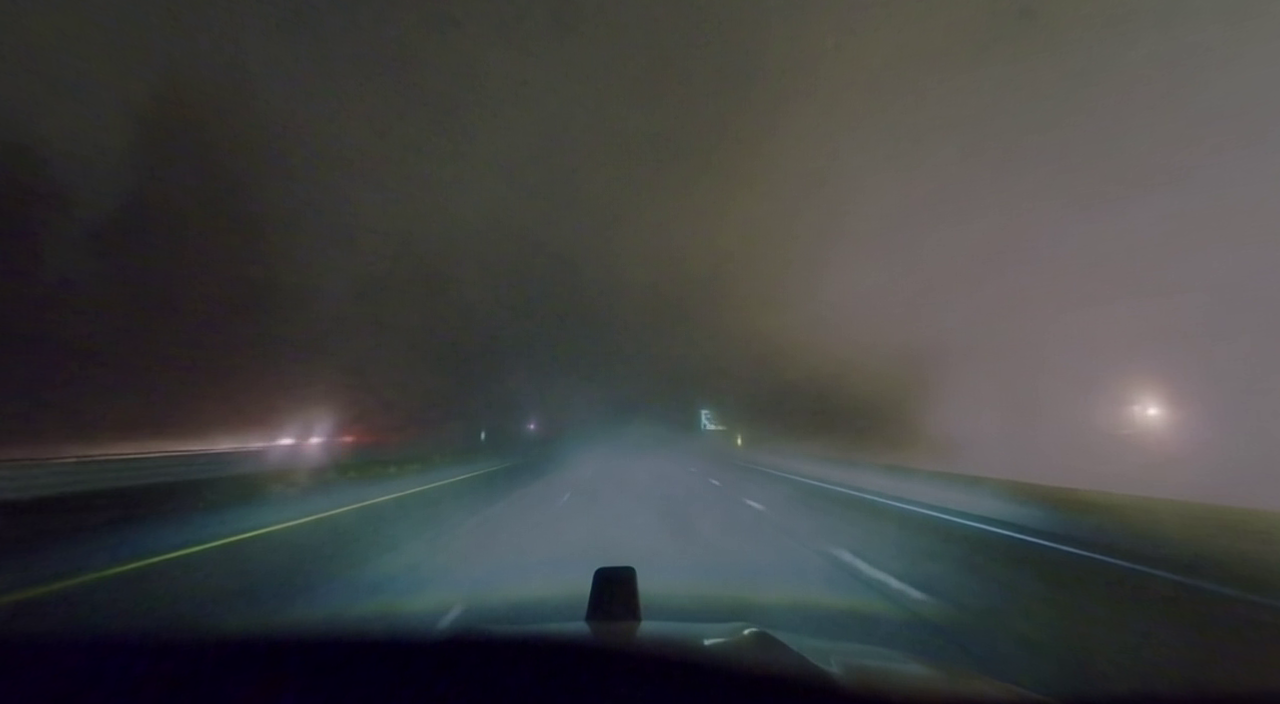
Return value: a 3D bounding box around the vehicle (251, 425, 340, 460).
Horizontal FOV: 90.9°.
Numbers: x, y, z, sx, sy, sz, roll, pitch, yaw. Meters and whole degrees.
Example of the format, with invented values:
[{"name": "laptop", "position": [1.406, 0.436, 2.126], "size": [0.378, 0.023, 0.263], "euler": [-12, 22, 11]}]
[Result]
[{"name": "vehicle", "position": [-16.813, 4.416, 31.041], "size": [1.930, 1.577, 4.374], "euler": [0, -8, -1]}]
